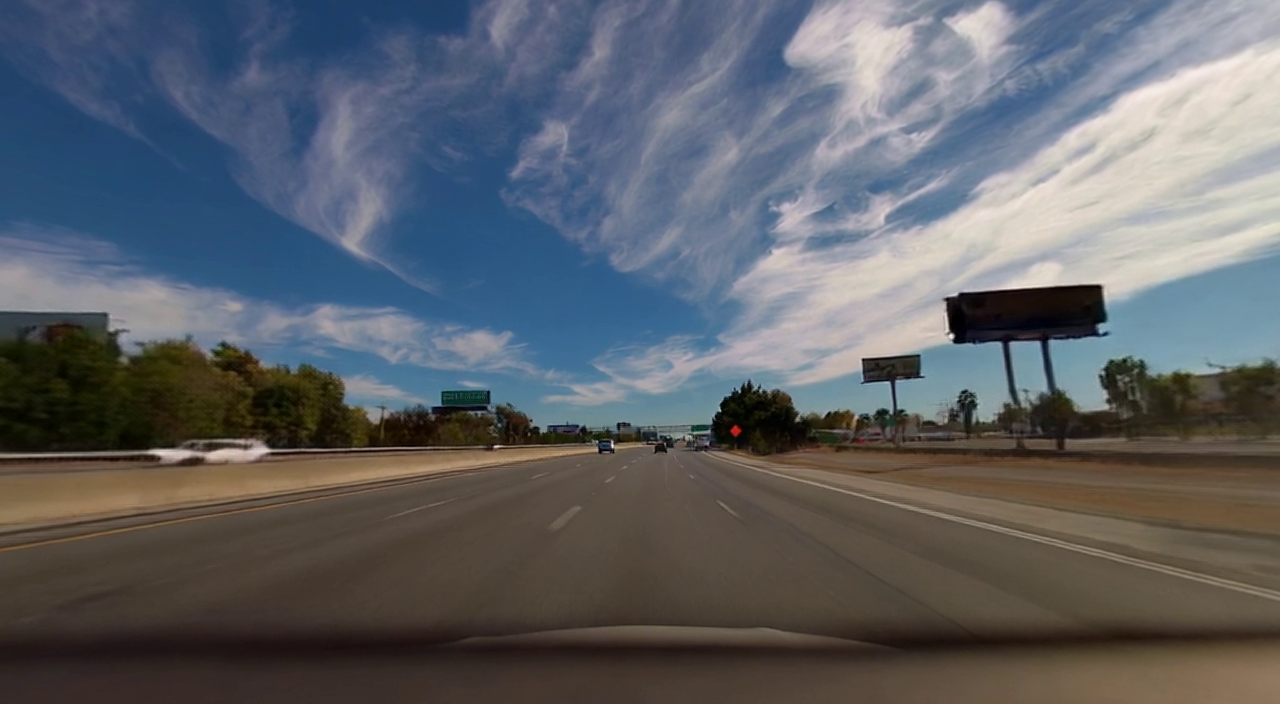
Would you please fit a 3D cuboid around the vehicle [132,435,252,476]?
[{"bbox_3d":[-17.066,3.966,24.263,1.768,1.431,3.605,0,-8,4],"label":"vehicle"}]
